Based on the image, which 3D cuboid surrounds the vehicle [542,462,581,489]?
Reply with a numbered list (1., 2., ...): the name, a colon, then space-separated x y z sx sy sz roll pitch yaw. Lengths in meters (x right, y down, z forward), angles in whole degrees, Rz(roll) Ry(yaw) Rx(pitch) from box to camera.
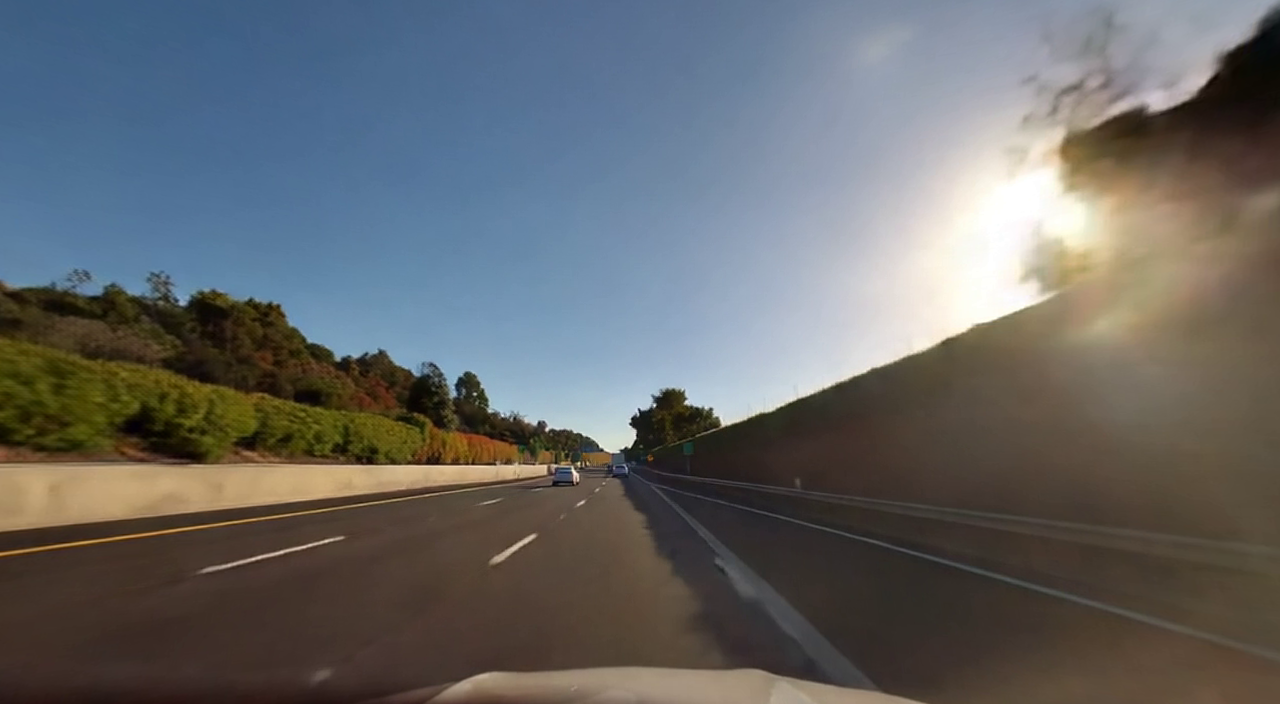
1. vehicle: -5.022 7.957 40.847 2.039 1.605 4.365 1 -11 -1
